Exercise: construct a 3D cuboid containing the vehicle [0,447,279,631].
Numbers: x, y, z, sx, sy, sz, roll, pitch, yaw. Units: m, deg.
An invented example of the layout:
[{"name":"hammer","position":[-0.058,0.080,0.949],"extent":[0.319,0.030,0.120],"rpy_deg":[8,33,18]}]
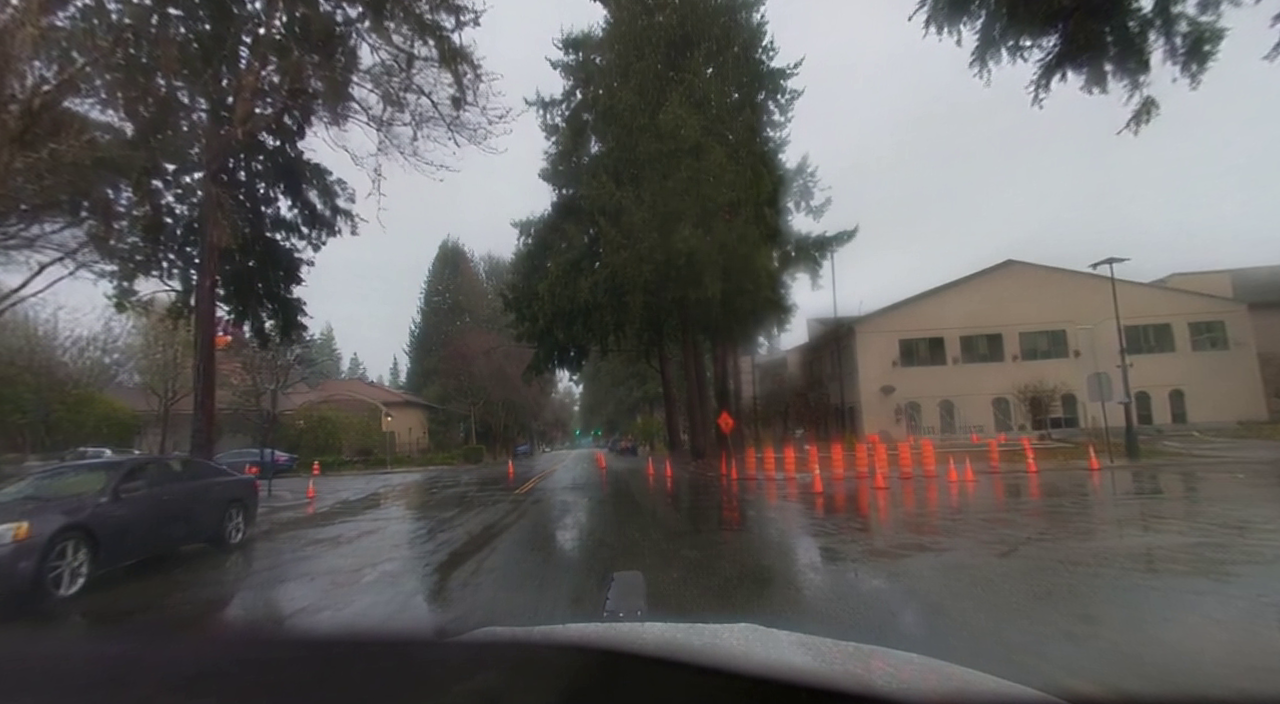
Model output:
[{"name":"vehicle","position":[-7.608,1.959,7.222],"extent":[2.961,1.701,7.563],"rpy_deg":[1,-9,-4]}]
